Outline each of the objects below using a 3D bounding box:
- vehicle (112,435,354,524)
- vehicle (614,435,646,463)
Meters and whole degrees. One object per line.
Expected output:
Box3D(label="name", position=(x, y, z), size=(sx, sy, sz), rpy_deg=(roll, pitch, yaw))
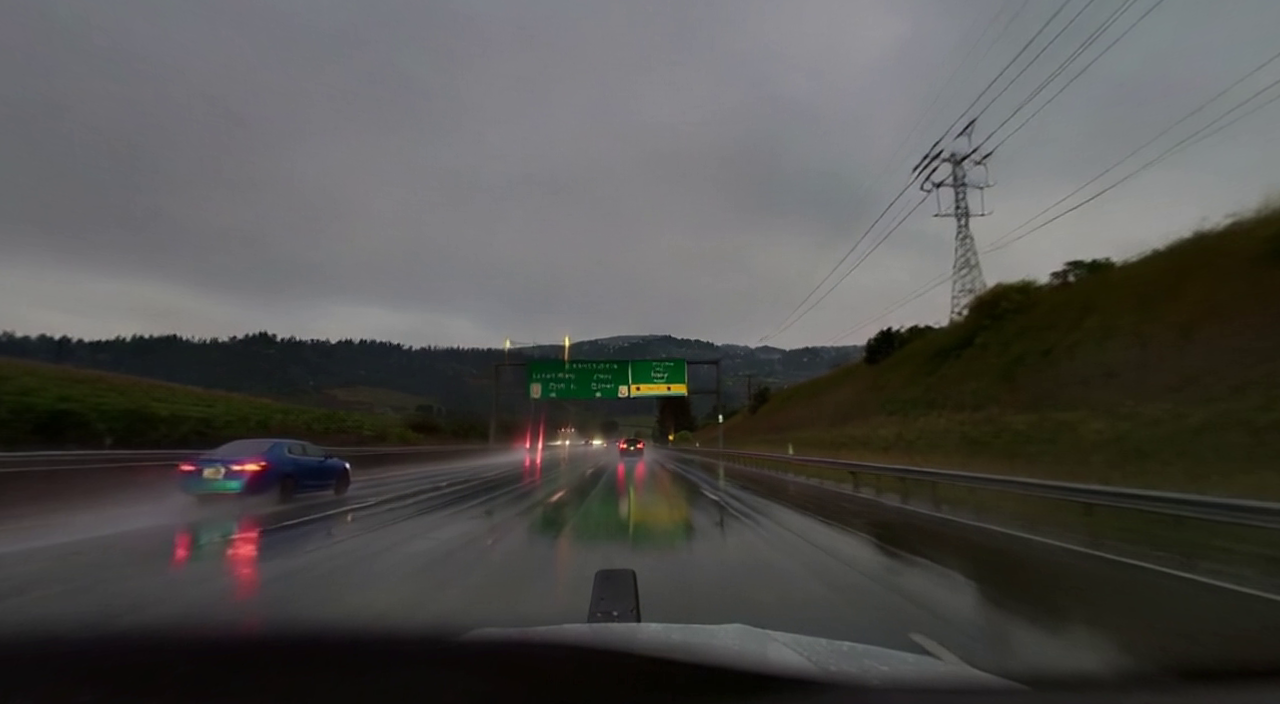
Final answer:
Box3D(label="vehicle", position=(-7.663, 2.404, 12.536), size=(1.949, 1.428, 4.408), rpy_deg=(0, -8, -1))
Box3D(label="vehicle", position=(-0.677, 6.402, 41.550), size=(2.040, 1.715, 3.906), rpy_deg=(0, -8, -1))
